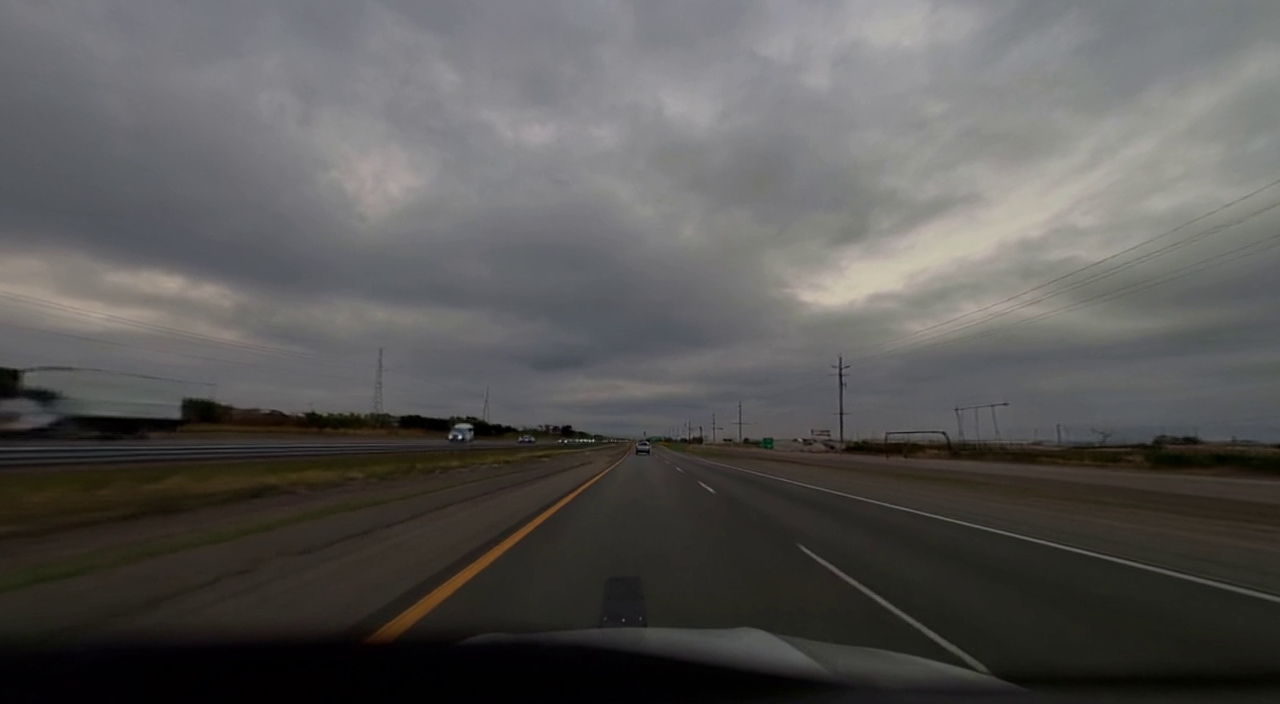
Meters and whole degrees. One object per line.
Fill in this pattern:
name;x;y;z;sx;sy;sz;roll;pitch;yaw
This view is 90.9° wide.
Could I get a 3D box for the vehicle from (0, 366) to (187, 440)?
vehicle;-26.876;2.758;31.554;2.880;3.220;7.135;0;-8;1
